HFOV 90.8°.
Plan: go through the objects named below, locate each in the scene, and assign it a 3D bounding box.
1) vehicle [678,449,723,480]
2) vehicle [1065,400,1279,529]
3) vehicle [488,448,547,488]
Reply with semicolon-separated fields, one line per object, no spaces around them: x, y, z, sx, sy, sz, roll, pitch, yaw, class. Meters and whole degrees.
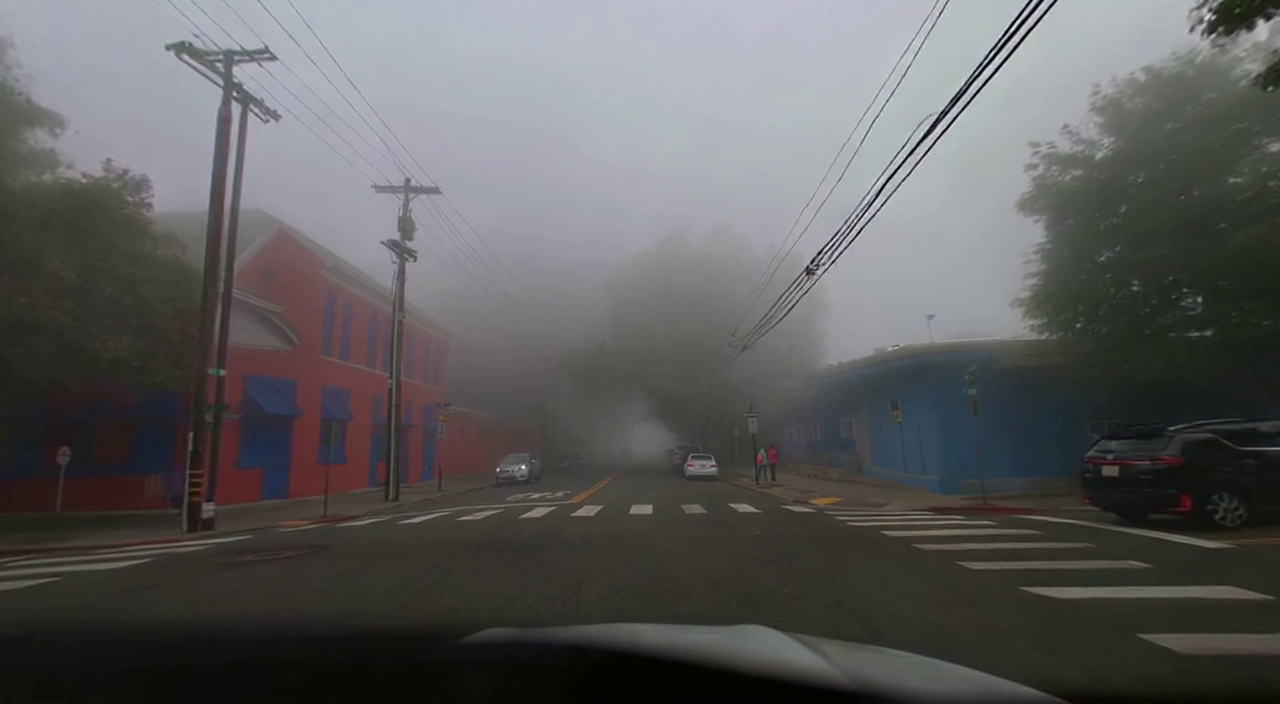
3.051;5.783;32.732;1.966;1.471;4.552;0;-9;0;vehicle
10.097;1.750;10.043;5.100;1.806;2.124;0;-9;0;vehicle
-6.437;6.086;33.590;2.140;1.746;4.385;-4;-8;1;vehicle
